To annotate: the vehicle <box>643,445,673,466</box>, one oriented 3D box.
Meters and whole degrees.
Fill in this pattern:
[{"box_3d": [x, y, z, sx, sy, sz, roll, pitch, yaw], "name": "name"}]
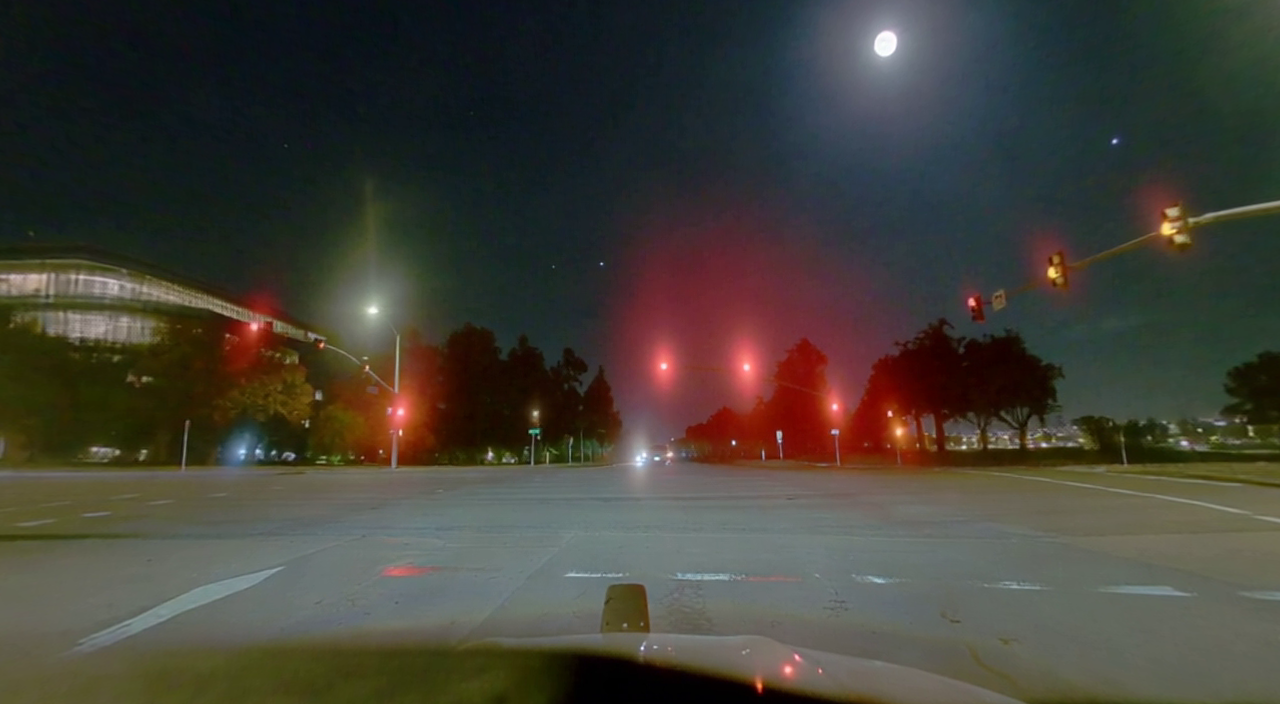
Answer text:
[{"box_3d": [1.282, 7.615, 46.462, 2.132, 1.449, 4.235, 0, -9, 0], "name": "vehicle"}]
